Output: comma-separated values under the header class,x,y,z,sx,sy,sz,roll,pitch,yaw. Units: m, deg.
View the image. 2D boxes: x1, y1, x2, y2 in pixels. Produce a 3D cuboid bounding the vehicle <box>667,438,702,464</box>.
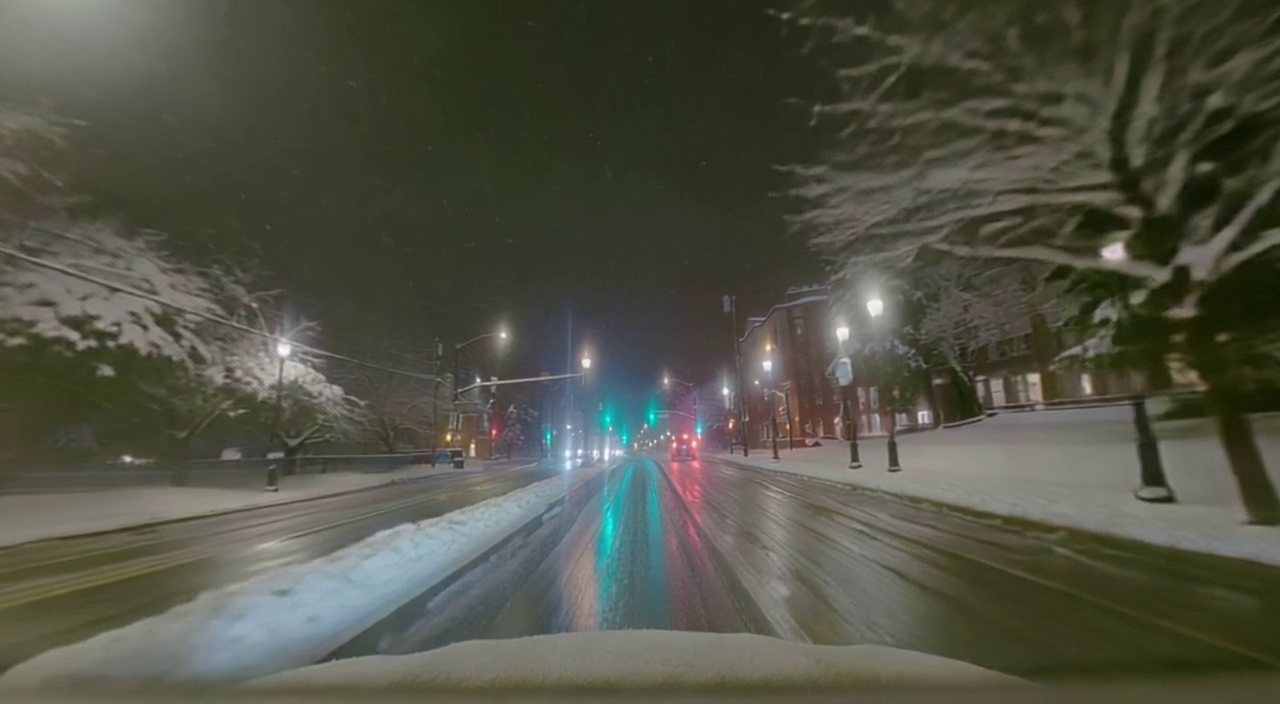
class,x,y,z,sx,sy,sz,roll,pitch,yaw
vehicle,3.026,6.850,43.809,2.129,1.719,4.205,0,-8,0
